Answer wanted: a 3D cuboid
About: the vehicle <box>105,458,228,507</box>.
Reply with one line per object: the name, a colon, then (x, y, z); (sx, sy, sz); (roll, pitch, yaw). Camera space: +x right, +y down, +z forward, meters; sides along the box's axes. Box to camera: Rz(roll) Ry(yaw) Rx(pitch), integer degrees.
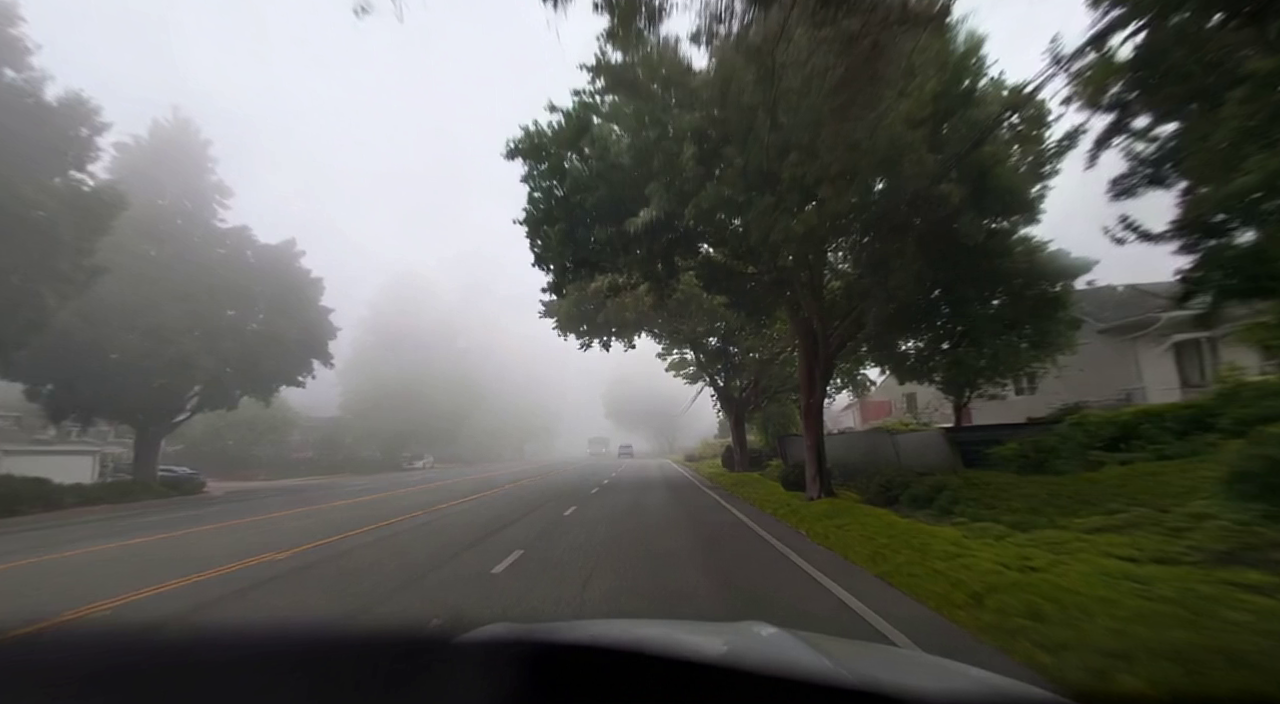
vehicle: (-20.607, 5.663, 27.723); (1.893, 1.823, 4.450); (0, -8, 0)
